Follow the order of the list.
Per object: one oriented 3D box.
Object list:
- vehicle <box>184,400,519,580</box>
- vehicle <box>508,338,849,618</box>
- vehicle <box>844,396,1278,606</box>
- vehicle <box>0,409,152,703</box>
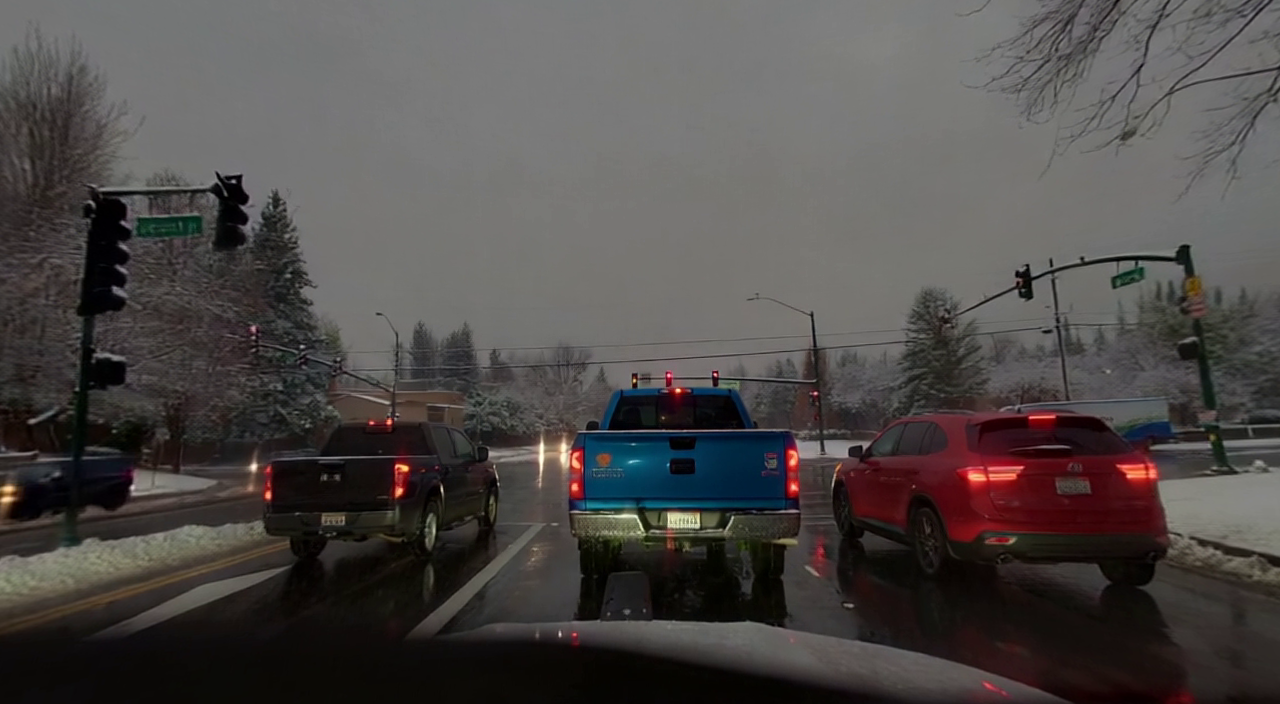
[{"bbox_3d":[-3.295,1.691,8.585,2.125,1.739,4.707,0,-8,3],"label":"vehicle"},{"bbox_3d":[0.324,1.272,7.150,2.505,2.084,4.768,0,-8,1],"label":"vehicle"},{"bbox_3d":[4.045,1.499,7.187,1.984,1.659,4.226,0,-8,0],"label":"vehicle"},{"bbox_3d":[-3.391,0.709,0.654,1.998,1.481,4.656,0,-8,1],"label":"vehicle"}]
